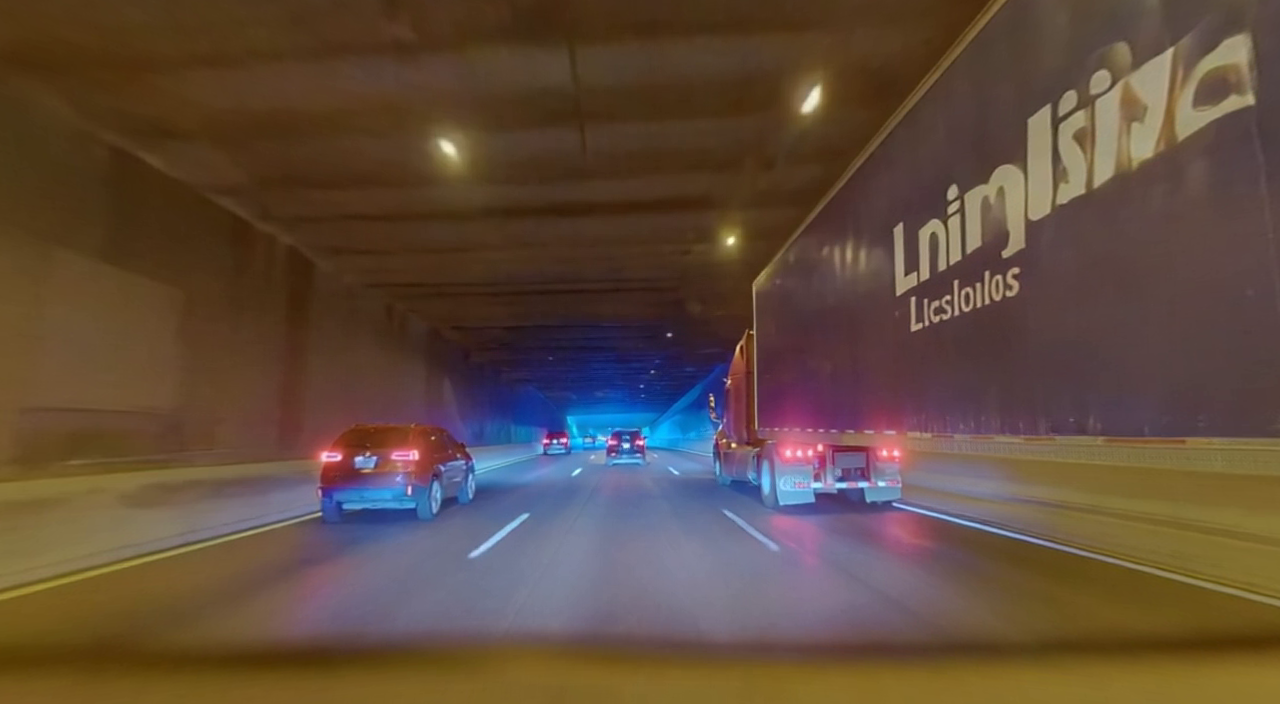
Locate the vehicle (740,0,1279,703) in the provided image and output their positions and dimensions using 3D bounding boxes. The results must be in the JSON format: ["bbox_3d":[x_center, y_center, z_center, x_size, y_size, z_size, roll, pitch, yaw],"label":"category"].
[{"bbox_3d":[3.728,0.136,6.296,2.842,4.108,14.081,0,-8,-1],"label":"vehicle"}]

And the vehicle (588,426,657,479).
[{"bbox_3d":[-0.559,3.335,21.084,2.094,1.600,3.666,0,-8,-1],"label":"vehicle"}]

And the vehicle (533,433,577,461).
[{"bbox_3d":[-4.720,5.362,35.693,2.019,1.435,4.317,0,-8,-2],"label":"vehicle"}]

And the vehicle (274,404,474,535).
[{"bbox_3d":[-3.859,1.735,9.737,1.826,1.695,2.870,0,-8,-1],"label":"vehicle"}]
